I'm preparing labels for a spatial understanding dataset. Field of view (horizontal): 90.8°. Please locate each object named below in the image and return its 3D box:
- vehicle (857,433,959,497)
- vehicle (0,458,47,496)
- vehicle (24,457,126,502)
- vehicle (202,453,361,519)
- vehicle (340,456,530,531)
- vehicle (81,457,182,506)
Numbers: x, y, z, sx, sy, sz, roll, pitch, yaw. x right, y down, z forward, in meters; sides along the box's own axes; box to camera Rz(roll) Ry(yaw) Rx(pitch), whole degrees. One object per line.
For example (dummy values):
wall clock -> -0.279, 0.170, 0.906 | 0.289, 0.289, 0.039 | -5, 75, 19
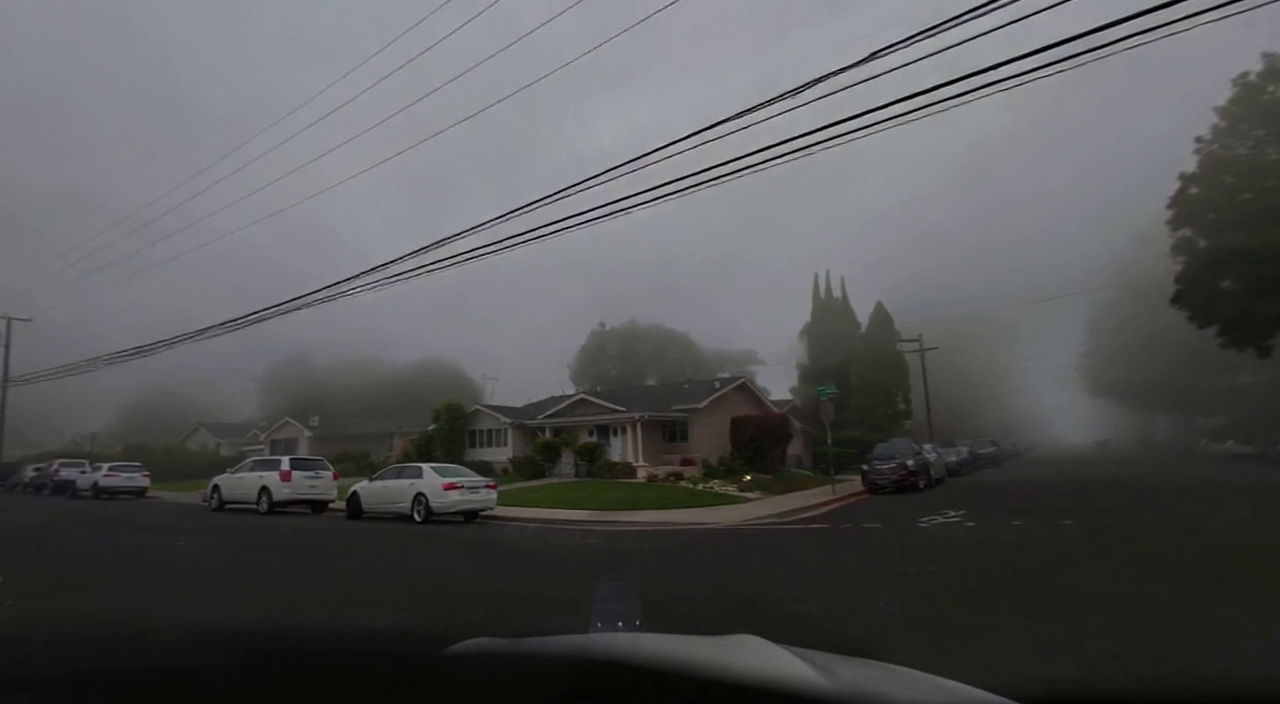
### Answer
vehicle -> 8.841, 3.602, 20.602 | 2.179, 1.791, 4.547 | -6, -10, 33
vehicle -> -34.689, 6.766, 34.421 | 4.871, 1.826, 2.115 | -6, -10, 32
vehicle -> -25.225, 5.618, 28.196 | 4.633, 1.761, 1.922 | -5, -10, 30
vehicle -> -10.328, 3.751, 18.153 | 4.471, 1.623, 1.943 | -5, -10, 31
vehicle -> -4.821, 3.162, 14.681 | 4.448, 1.437, 1.786 | -6, -10, 34
vehicle -> -20.255, 5.071, 25.118 | 4.294, 1.675, 1.894 | -6, -10, 35
